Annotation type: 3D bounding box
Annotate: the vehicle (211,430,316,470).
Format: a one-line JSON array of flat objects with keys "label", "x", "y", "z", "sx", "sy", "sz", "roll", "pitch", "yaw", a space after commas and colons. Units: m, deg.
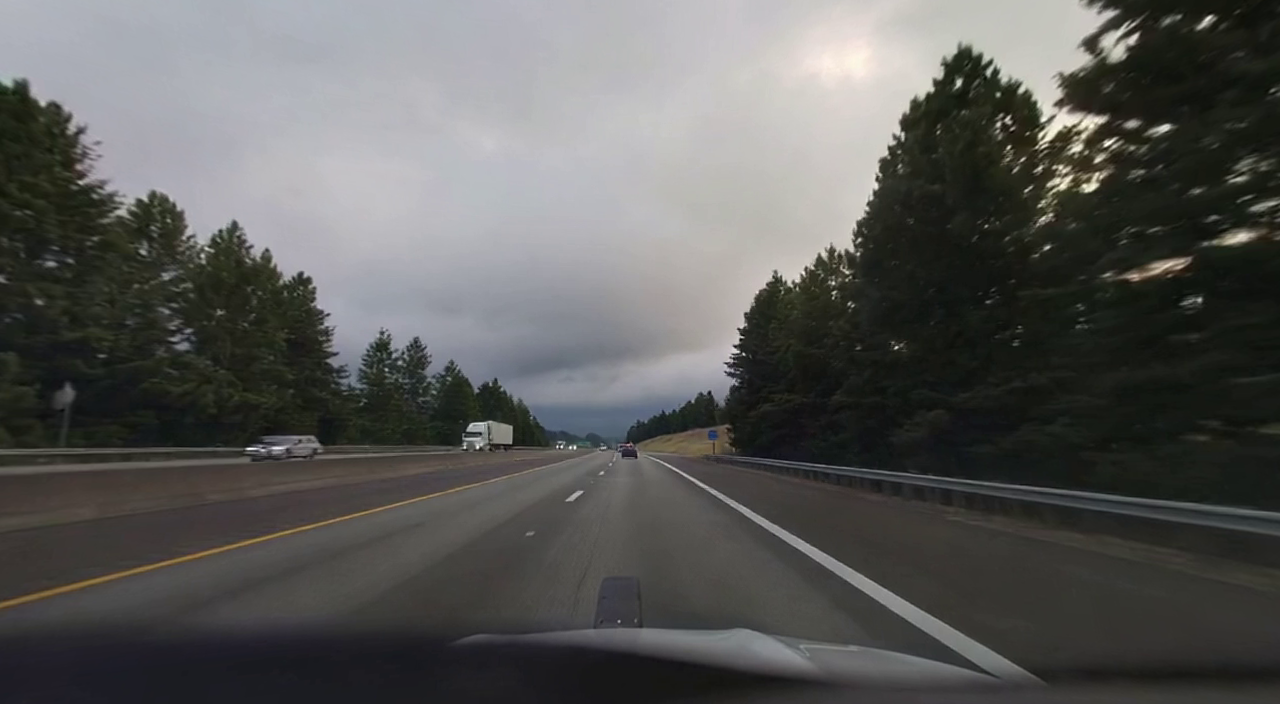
[{"label": "vehicle", "x": -16.724, "y": 4.408, "z": 28.227, "sx": 1.967, "sy": 1.632, "sz": 4.428, "roll": 0, "pitch": -9, "yaw": 0}]
